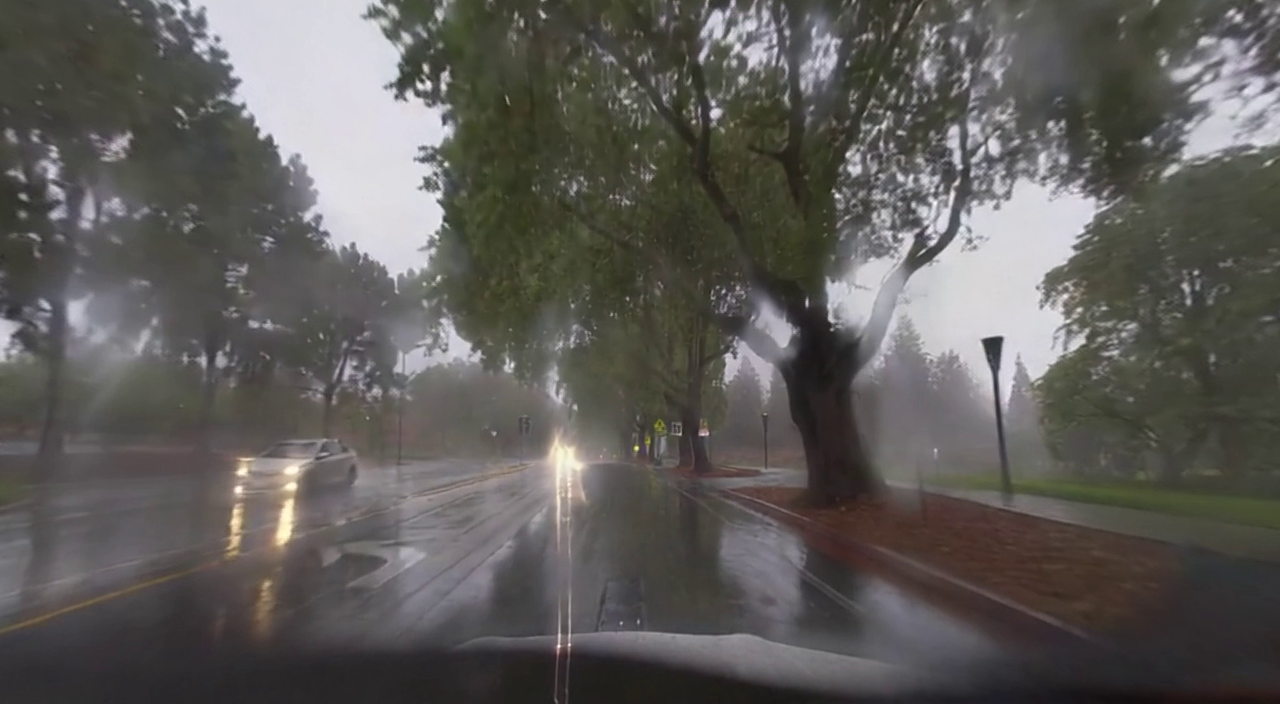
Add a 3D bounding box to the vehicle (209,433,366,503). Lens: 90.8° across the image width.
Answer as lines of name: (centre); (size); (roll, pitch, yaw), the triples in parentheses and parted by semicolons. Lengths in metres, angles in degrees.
vehicle: (-9.021, 2.979, 16.649); (2.008, 1.565, 4.182); (0, -9, -5)
